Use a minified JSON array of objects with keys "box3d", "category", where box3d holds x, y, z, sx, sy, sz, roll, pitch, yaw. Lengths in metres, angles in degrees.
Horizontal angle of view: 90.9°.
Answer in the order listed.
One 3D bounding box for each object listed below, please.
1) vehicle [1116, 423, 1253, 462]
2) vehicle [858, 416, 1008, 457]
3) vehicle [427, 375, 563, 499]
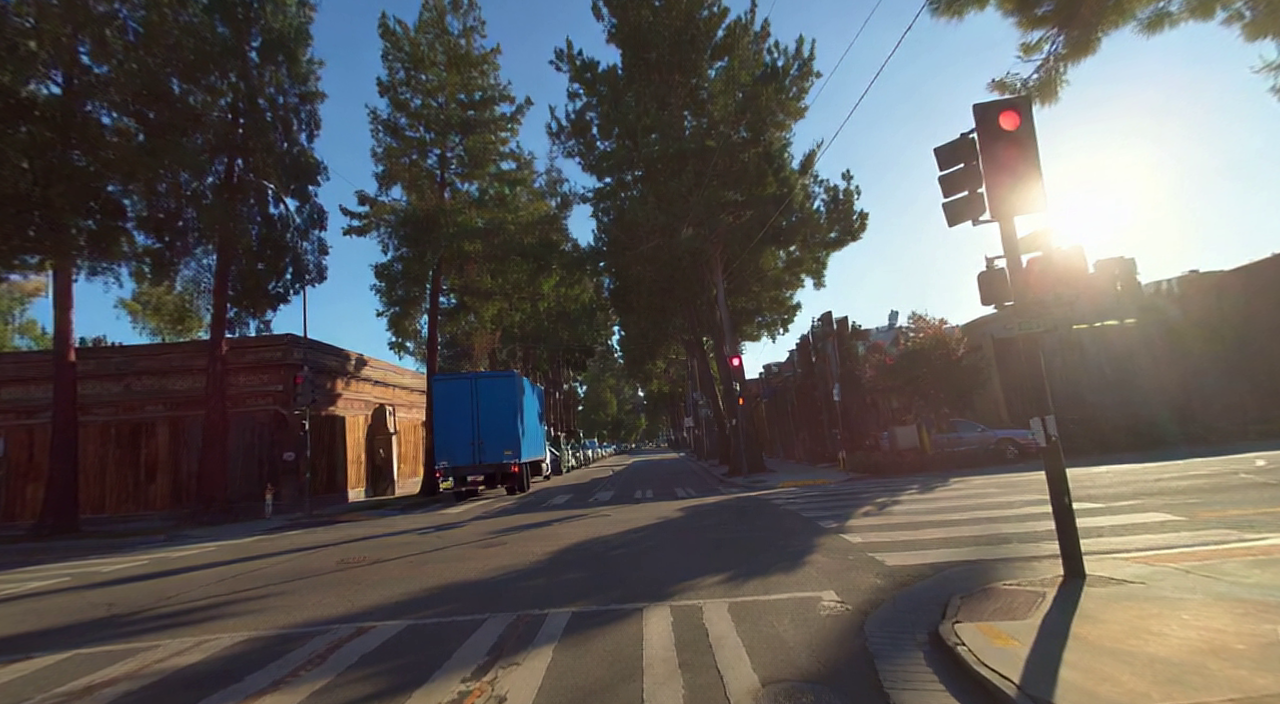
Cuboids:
[{"box3d":[24.939,4.166,29.027,4.268,1.695,2.053,0,-8,3],"category":"vehicle"},{"box3d":[10.749,3.150,23.413,4.643,1.456,1.820,-1,-8,5],"category":"vehicle"},{"box3d":[-5.723,3.682,27.141,3.113,4.041,10.284,-5,-8,1],"category":"vehicle"}]
